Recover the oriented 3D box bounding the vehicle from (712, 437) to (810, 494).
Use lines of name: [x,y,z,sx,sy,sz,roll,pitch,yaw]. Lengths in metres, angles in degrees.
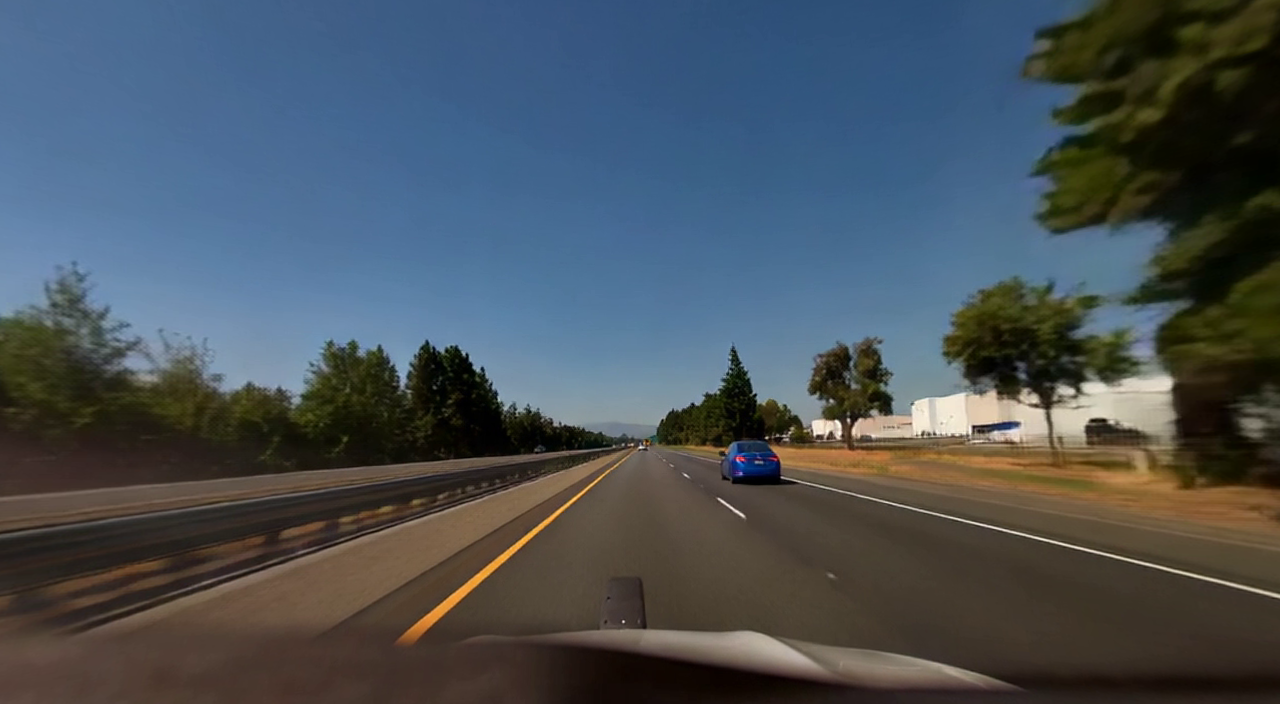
vehicle: [3.520,3.378,19.091,2.079,1.531,3.997,0,-8,-1]
